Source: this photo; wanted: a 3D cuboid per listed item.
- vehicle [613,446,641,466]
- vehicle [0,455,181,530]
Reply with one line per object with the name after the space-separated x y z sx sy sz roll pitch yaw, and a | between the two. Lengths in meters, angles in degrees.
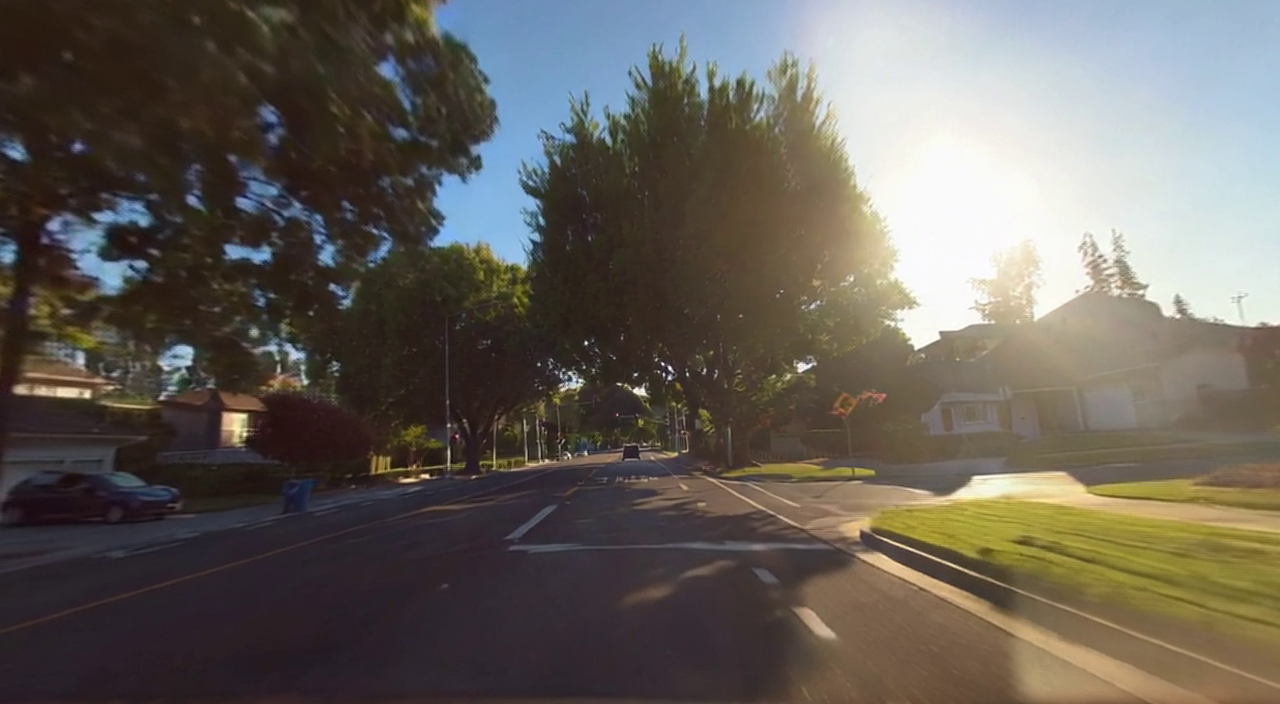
-1.000 8.134 49.722 2.104 1.500 3.815 0 -9 -1 | vehicle
-16.079 3.911 17.748 2.043 1.803 4.631 -12 -13 37 | vehicle
